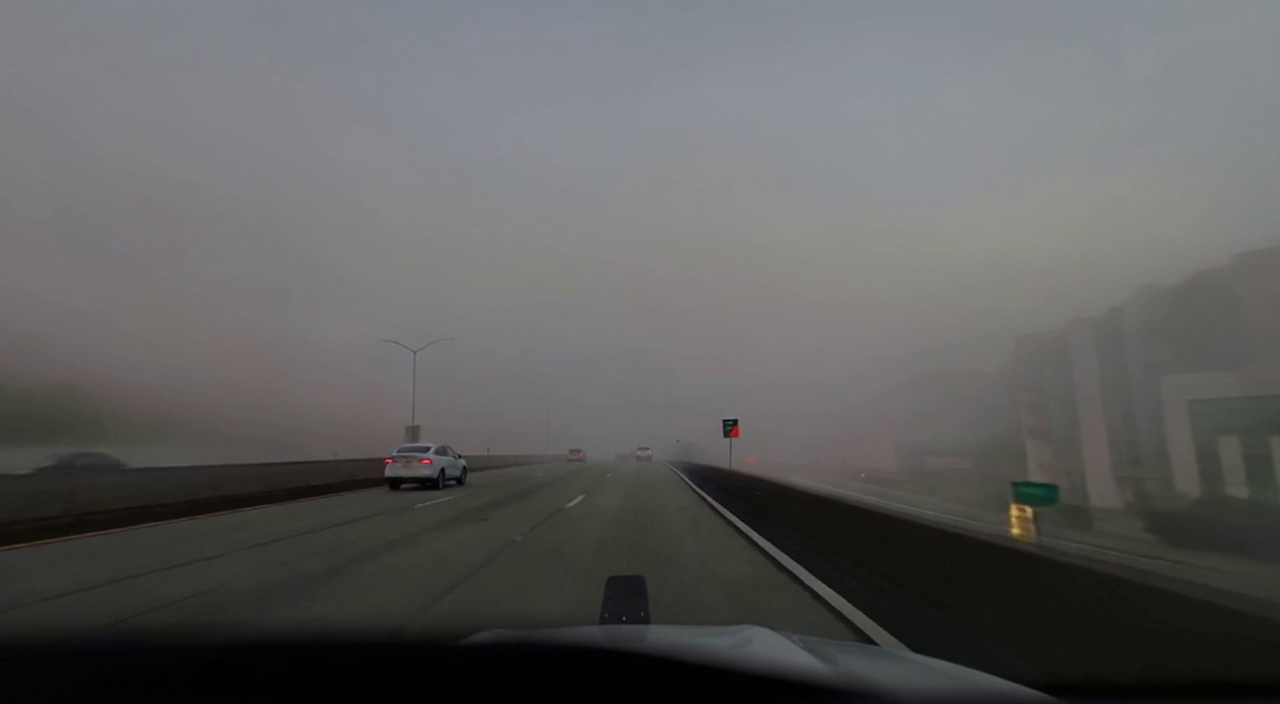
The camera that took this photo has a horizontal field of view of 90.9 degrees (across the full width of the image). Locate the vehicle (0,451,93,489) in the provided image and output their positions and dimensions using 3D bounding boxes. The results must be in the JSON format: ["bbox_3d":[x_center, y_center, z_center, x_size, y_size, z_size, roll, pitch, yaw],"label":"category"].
[{"bbox_3d":[-28.650,5.450,29.475,1.968,1.600,4.581,0,-8,0],"label":"vehicle"}]

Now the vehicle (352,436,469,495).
[{"bbox_3d":[-7.250,3.627,20.502,2.088,1.678,4.426,0,-8,1],"label":"vehicle"}]
